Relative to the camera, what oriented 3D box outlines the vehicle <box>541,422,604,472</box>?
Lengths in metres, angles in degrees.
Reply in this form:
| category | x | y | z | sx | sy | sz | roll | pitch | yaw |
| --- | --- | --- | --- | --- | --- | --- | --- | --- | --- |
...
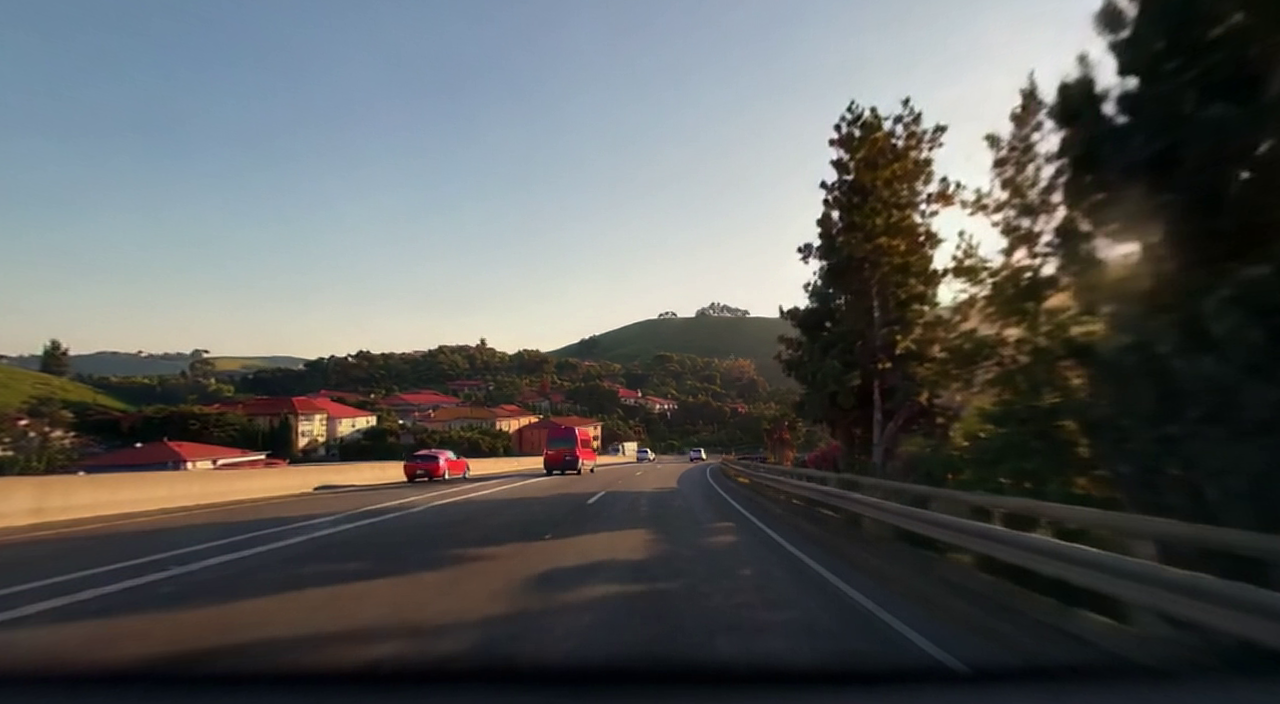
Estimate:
| category | x | y | z | sx | sy | sz | roll | pitch | yaw |
| --- | --- | --- | --- | --- | --- | --- | --- | --- | --- |
| vehicle | -3.931 | 5.731 | 38.242 | 2.314 | 2.703 | 6.441 | -1 | -9 | 7 |

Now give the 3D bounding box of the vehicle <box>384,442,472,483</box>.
| category | x | y | z | sx | sy | sz | roll | pitch | yaw |
| --- | --- | --- | --- | --- | --- | --- | --- | --- | --- |
| vehicle | -8.666 | 4.528 | 26.235 | 1.821 | 1.524 | 4.342 | -1 | -9 | 5 |
